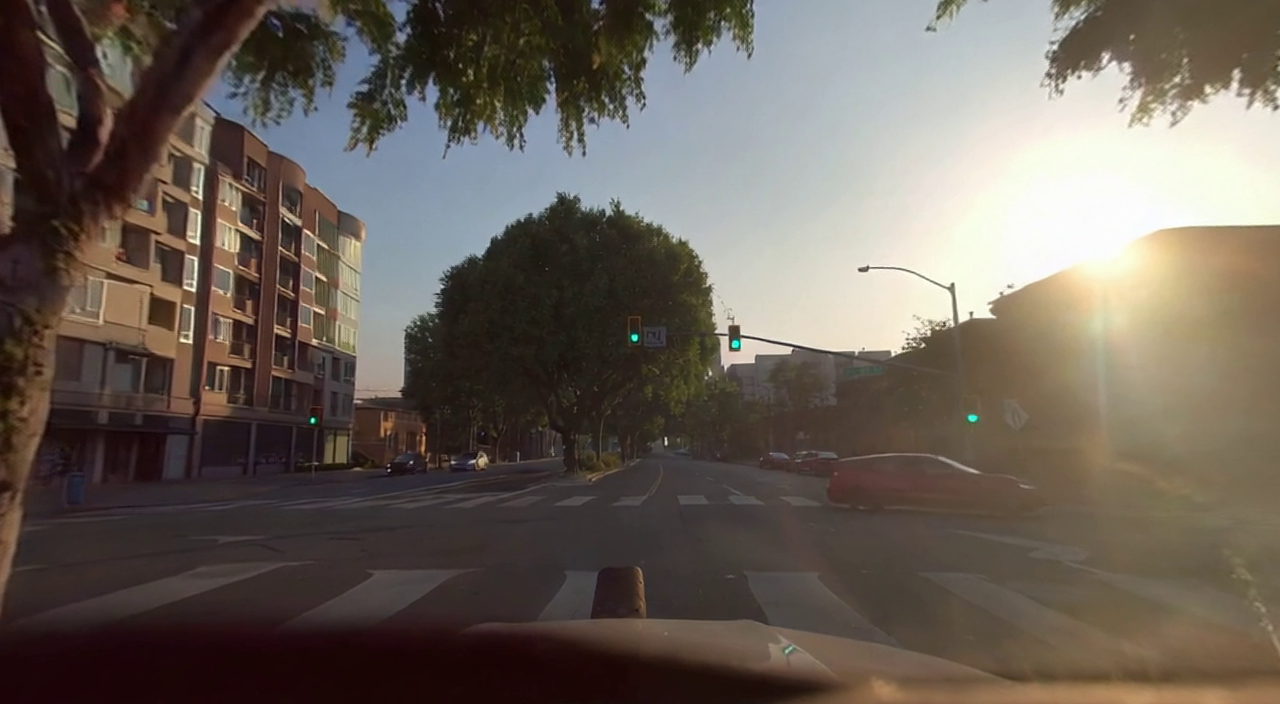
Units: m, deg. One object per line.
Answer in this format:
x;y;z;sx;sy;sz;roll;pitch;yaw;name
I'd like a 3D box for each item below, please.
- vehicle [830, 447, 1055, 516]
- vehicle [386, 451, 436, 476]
7.472;3.161;15.979;4.683;1.460;1.933;-8;-12;43;vehicle
-16.579;8.064;45.891;2.075;1.708;4.335;0;-9;-1;vehicle
